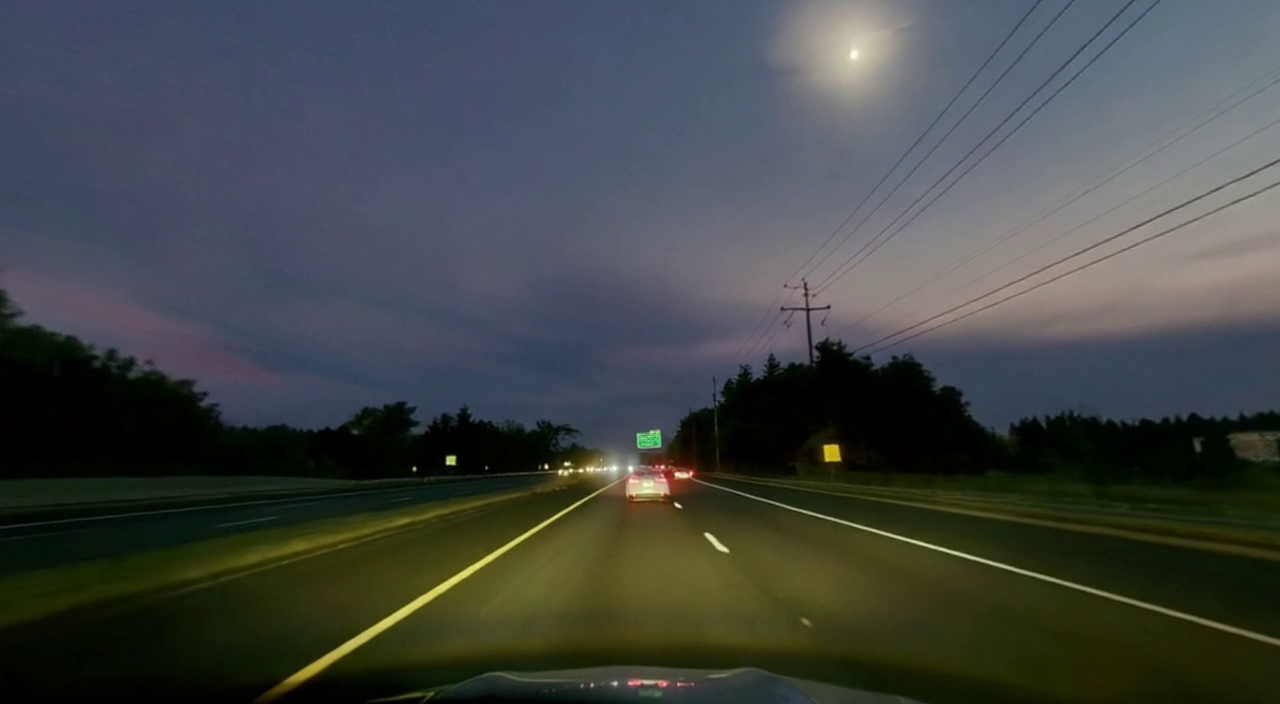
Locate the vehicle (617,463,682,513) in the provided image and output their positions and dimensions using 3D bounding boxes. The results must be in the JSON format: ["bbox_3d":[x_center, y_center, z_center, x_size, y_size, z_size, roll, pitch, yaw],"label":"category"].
[{"bbox_3d":[0.302,4.490,21.134,1.987,1.480,3.786,1,-10,0],"label":"vehicle"}]
